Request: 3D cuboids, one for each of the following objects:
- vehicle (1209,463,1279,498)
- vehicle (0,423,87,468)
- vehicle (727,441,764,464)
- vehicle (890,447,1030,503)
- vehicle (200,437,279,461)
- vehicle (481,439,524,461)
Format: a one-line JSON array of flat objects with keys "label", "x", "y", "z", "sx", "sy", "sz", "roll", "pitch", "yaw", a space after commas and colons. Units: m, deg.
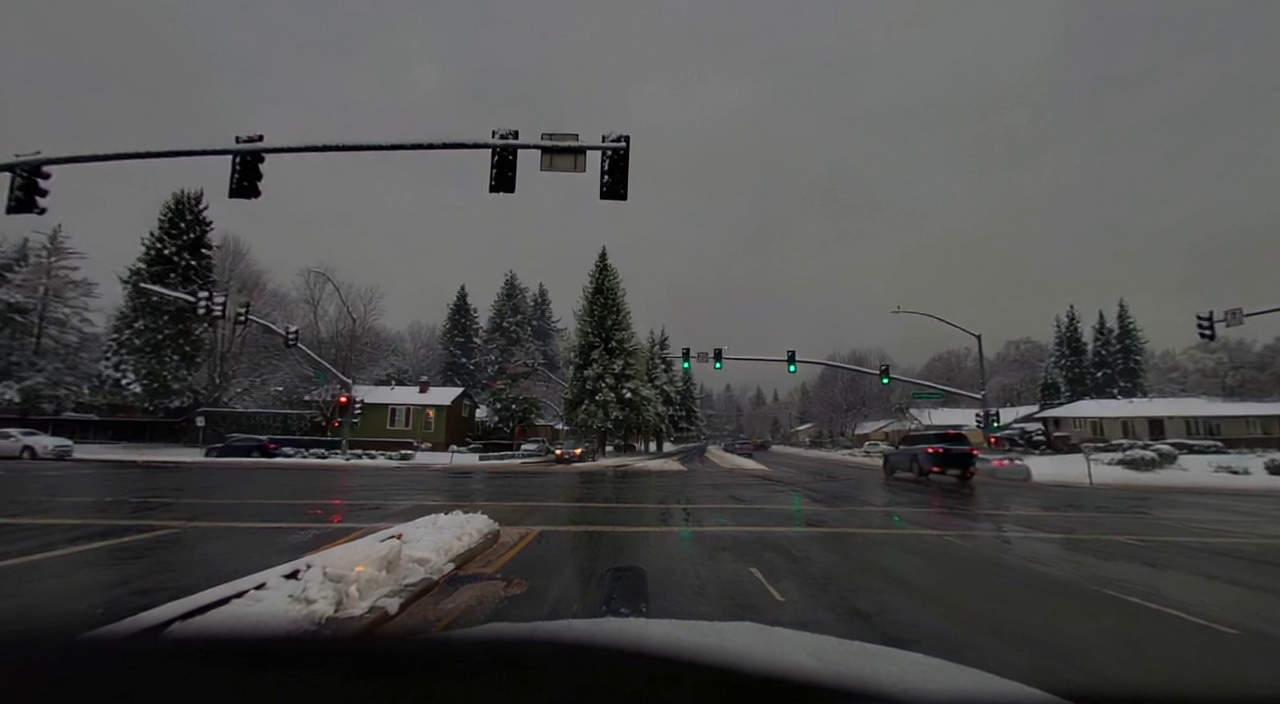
[{"label": "vehicle", "x": 28.801, "y": 5.791, "z": 28.575, "sx": 4.082, "sy": 1.465, "sz": 2.004, "roll": 0, "pitch": -8, "yaw": -2}, {"label": "vehicle", "x": -27.017, "y": 3.968, "z": 26.791, "sx": 4.911, "sy": 1.801, "sz": 2.129, "roll": 0, "pitch": -8, "yaw": 0}, {"label": "vehicle", "x": 7.596, "y": 7.296, "z": 45.703, "sx": 1.962, "sy": 1.568, "sz": 4.430, "roll": 0, "pitch": -8, "yaw": 1}, {"label": "vehicle", "x": 9.757, "y": 3.752, "z": 19.767, "sx": 1.947, "sy": 1.481, "sz": 4.745, "roll": 0, "pitch": -8, "yaw": 1}, {"label": "vehicle", "x": -27.436, "y": 6.638, "z": 43.257, "sx": 1.917, "sy": 1.543, "sz": 4.027, "roll": -6, "pitch": -11, "yaw": 36}, {"label": "vehicle", "x": -10.073, "y": 7.217, "z": 46.508, "sx": 2.039, "sy": 1.519, "sz": 4.356, "roll": -1, "pitch": -8, "yaw": 2}]
